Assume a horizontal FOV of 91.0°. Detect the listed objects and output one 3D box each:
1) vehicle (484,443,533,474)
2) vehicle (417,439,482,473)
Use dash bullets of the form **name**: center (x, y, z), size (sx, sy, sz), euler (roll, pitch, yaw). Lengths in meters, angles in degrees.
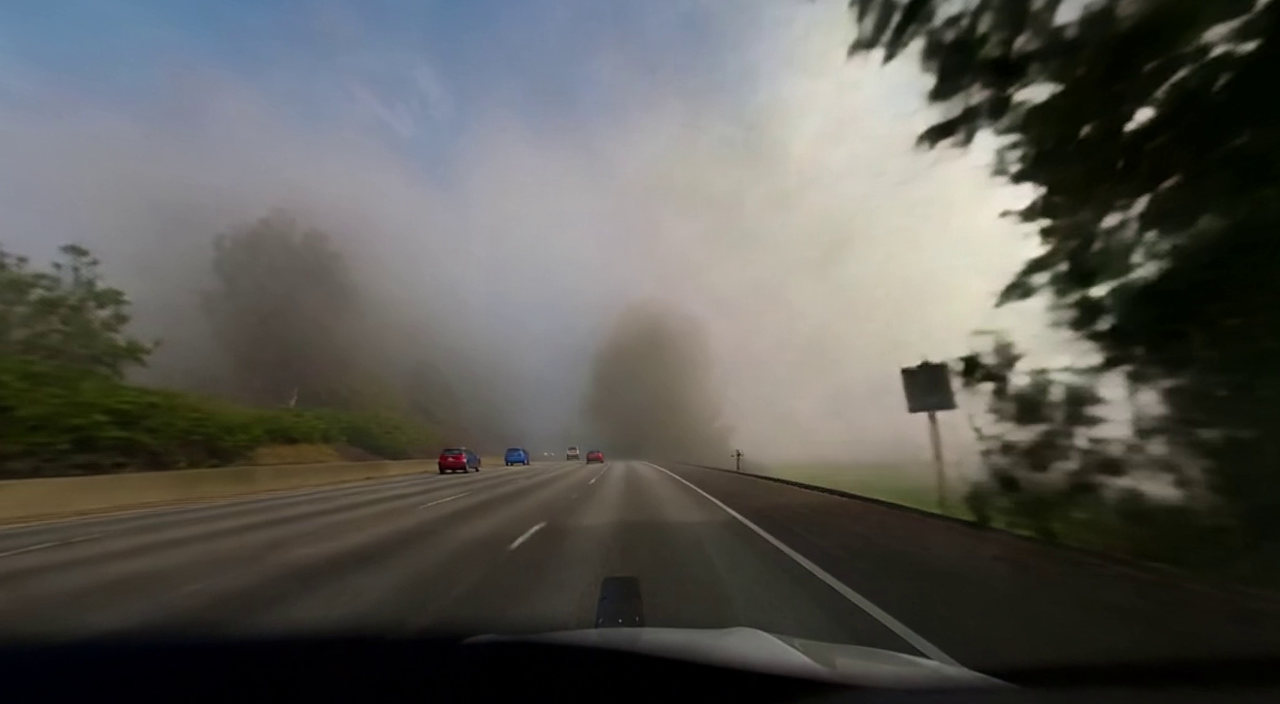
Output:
- **vehicle**: center (-7.618, 6.201, 36.874), size (2.060, 1.680, 4.255), euler (0, -9, -1)
- **vehicle**: center (-11.749, 6.481, 39.330), size (2.425, 1.926, 5.584), euler (0, -9, -1)
